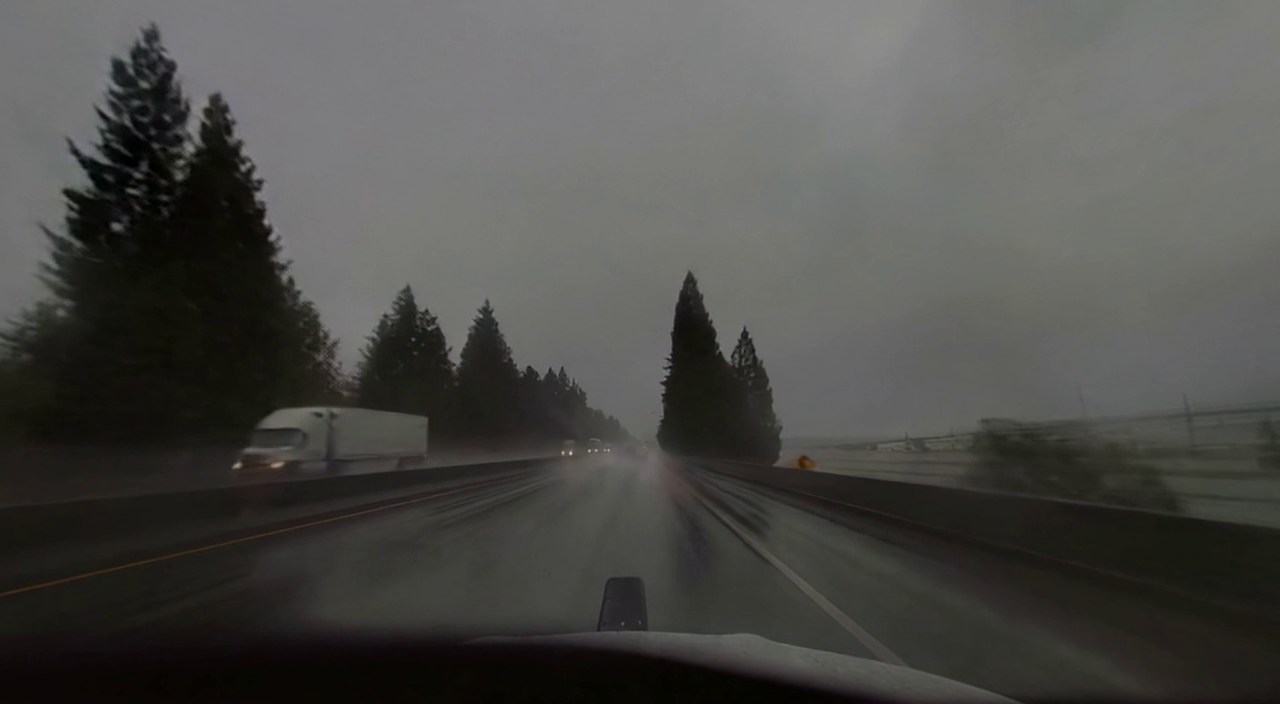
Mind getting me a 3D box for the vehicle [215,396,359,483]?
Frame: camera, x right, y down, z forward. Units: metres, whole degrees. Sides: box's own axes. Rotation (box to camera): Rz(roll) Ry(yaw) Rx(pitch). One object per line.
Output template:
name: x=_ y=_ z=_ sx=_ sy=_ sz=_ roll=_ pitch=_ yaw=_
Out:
vehicle: x=-16.377 y=4.194 z=29.856 sx=3.278 sy=3.709 sz=5.811 roll=0 pitch=-9 yaw=0
